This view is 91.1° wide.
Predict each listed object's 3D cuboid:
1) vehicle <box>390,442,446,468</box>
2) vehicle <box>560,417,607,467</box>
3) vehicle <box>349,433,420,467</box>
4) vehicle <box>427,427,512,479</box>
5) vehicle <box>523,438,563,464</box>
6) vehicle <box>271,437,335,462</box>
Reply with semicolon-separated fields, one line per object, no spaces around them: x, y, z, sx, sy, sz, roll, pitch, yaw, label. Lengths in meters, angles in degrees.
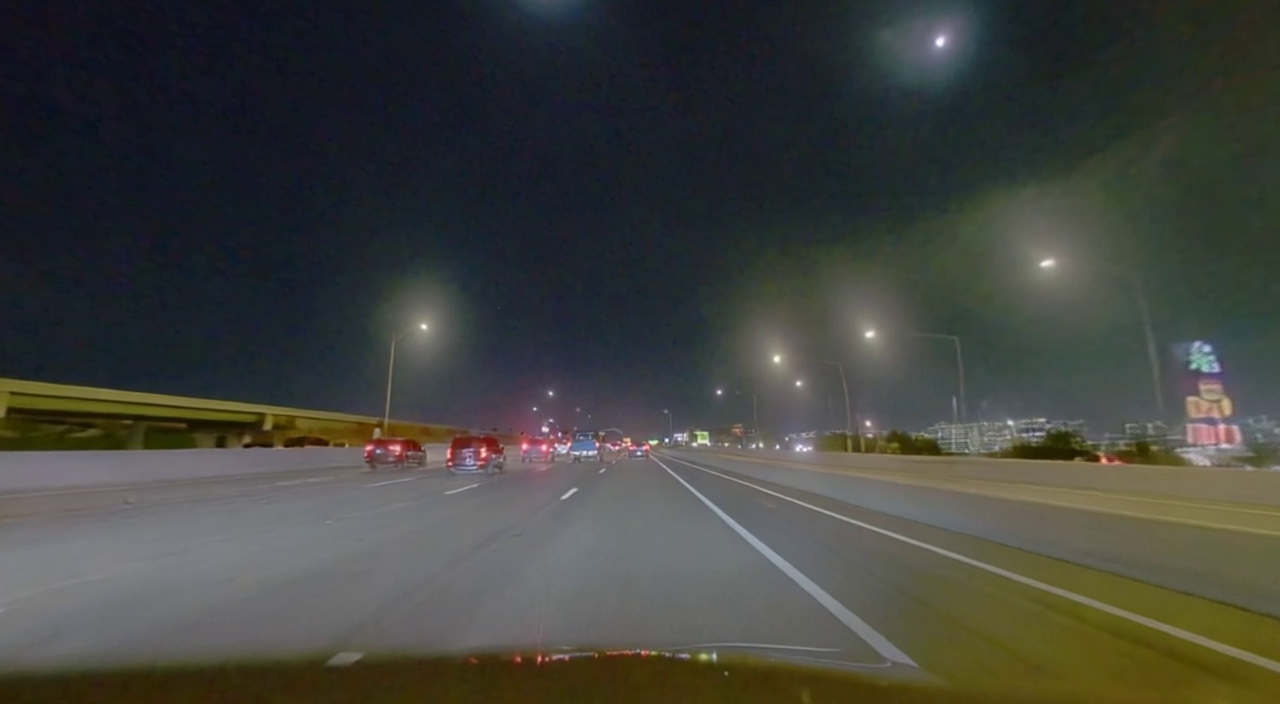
-13.583;6.297;38.643;1.899;1.485;4.368;0;-9;0;vehicle
-3.382;5.655;39.169;2.301;2.843;6.458;0;-9;0;vehicle
-17.175;6.616;42.572;2.258;2.139;5.495;0;-9;2;vehicle
-6.985;4.209;26.280;2.179;1.948;4.618;0;-9;1;vehicle
-6.991;7.171;45.608;2.109;1.784;4.709;0;-9;0;vehicle
-22.522;6.543;42.167;1.859;1.541;4.331;0;-9;0;vehicle
